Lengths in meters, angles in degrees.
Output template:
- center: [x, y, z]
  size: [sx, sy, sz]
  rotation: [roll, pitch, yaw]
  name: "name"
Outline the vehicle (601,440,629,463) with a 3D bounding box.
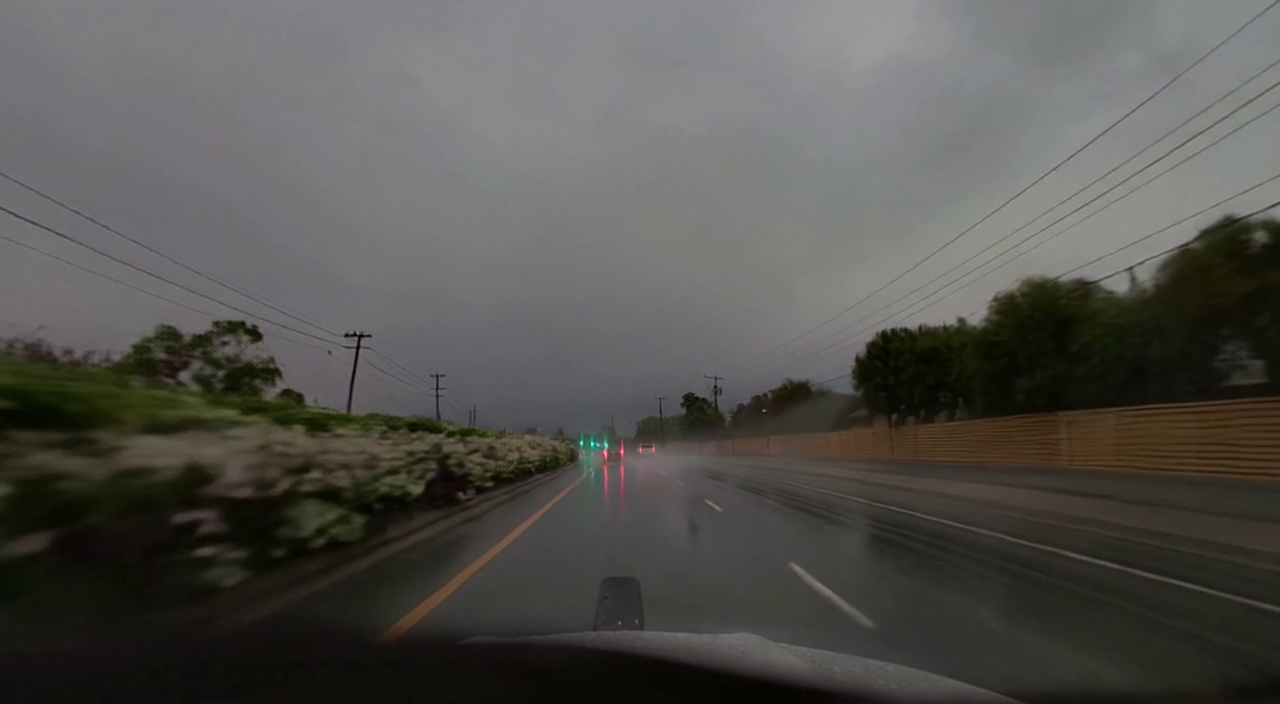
- center: [-1.910, 7.431, 46.975]
  size: [2.005, 1.633, 4.044]
  rotation: [1, -8, -3]
  name: "vehicle"
